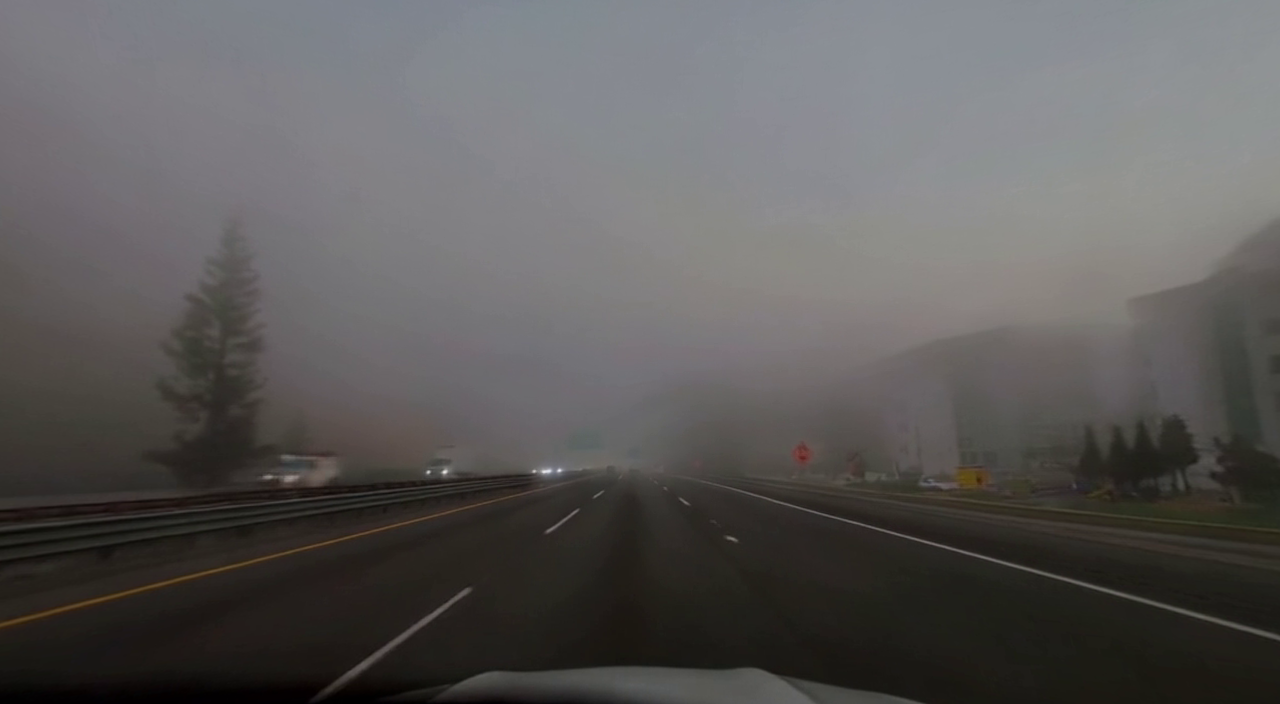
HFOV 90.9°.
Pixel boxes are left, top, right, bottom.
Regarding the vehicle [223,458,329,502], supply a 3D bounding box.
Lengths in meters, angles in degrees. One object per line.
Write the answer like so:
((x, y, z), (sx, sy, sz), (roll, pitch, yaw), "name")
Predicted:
((-15.688, 5.547, 27.495), (1.958, 1.686, 4.519), (1, -10, -1), "vehicle")
